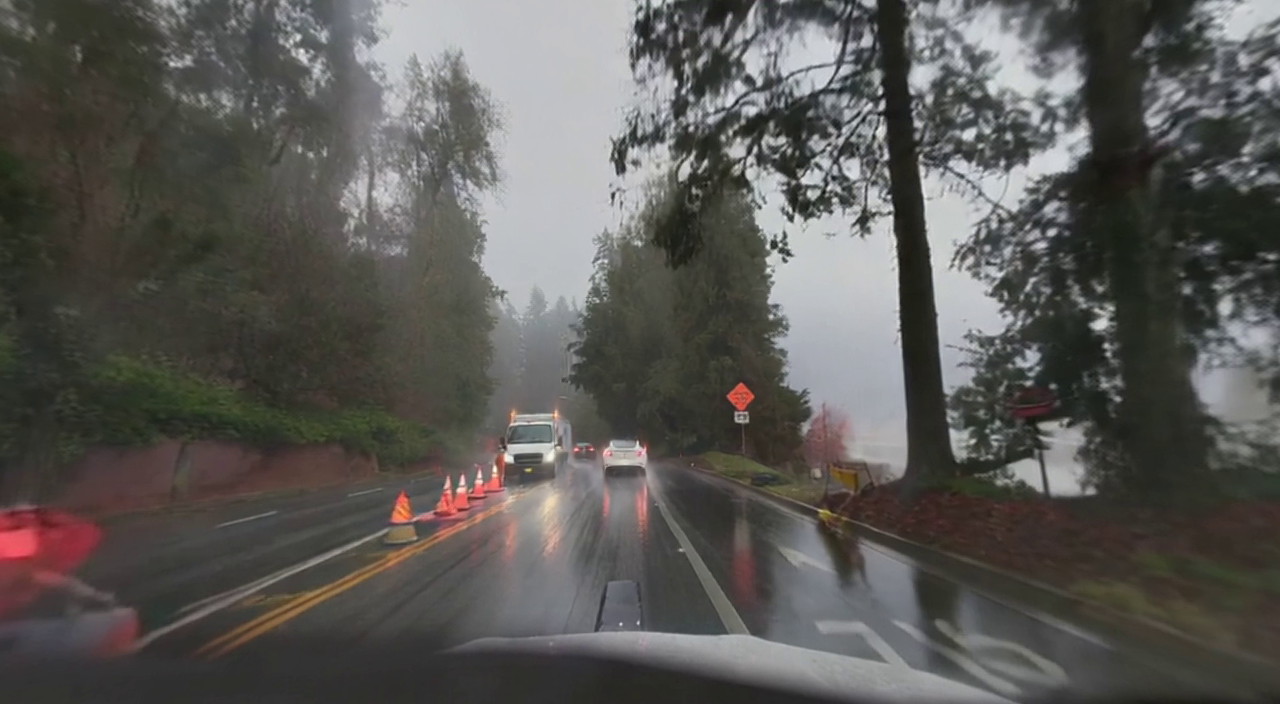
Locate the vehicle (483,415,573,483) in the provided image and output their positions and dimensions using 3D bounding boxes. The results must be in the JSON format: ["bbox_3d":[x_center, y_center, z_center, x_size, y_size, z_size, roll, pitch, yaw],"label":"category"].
[{"bbox_3d":[-3.730,3.416,22.384,2.671,2.053,6.074,1,-9,-6],"label":"vehicle"}]

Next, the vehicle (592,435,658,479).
[{"bbox_3d":[-0.584,3.809,23.180,2.186,1.463,4.356,0,-8,-3],"label":"vehicle"}]
